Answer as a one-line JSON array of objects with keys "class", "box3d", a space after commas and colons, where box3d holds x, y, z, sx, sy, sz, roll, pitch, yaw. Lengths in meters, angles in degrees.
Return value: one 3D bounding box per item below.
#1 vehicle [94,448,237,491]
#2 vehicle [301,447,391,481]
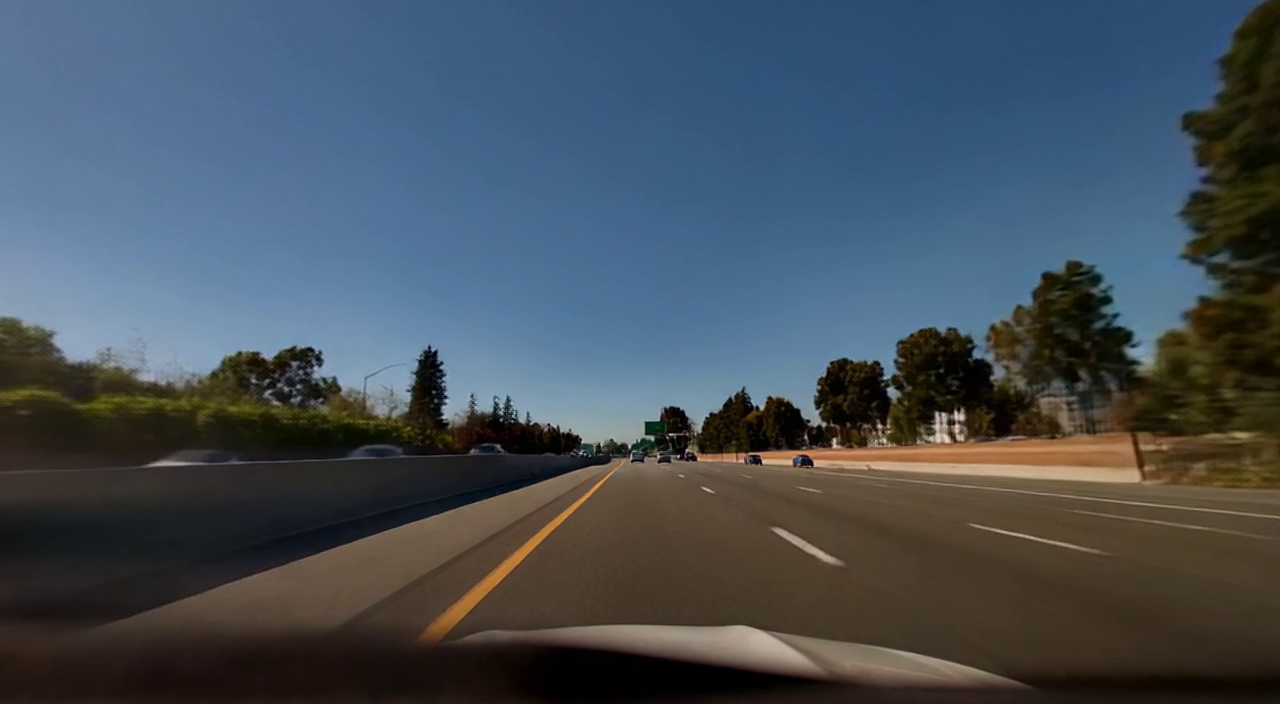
[{"class": "vehicle", "box3d": [-17.426, 4.299, 23.543, 1.890, 1.429, 4.410, 0, -9, 0]}, {"class": "vehicle", "box3d": [-13.822, 5.276, 30.046, 2.069, 1.493, 4.539, 0, -9, 0]}]
